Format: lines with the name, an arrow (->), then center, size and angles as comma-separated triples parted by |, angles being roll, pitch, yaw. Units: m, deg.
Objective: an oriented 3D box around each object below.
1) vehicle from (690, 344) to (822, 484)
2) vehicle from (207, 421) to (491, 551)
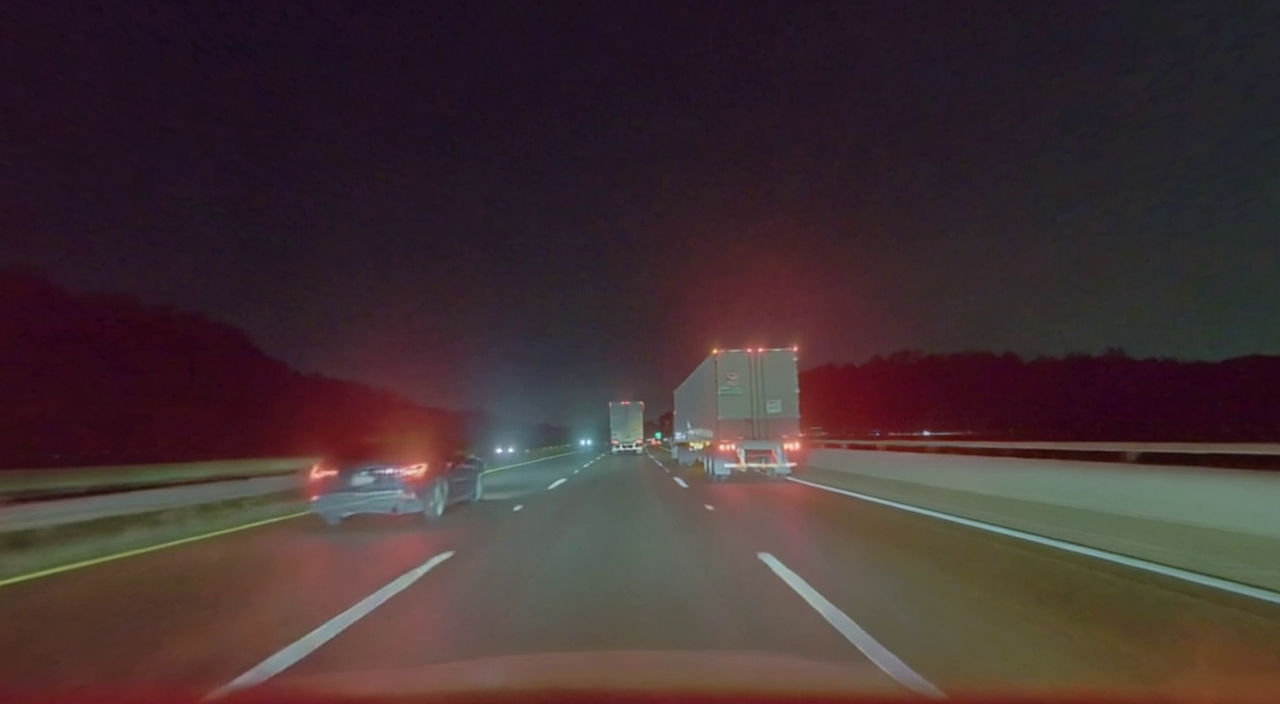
vehicle -> 3.648, 2.321, 22.227 | 2.873, 3.998, 8.286 | 0, -8, -1
vehicle -> -4.127, 1.969, 10.231 | 2.208, 1.542, 5.138 | 0, -8, -1
